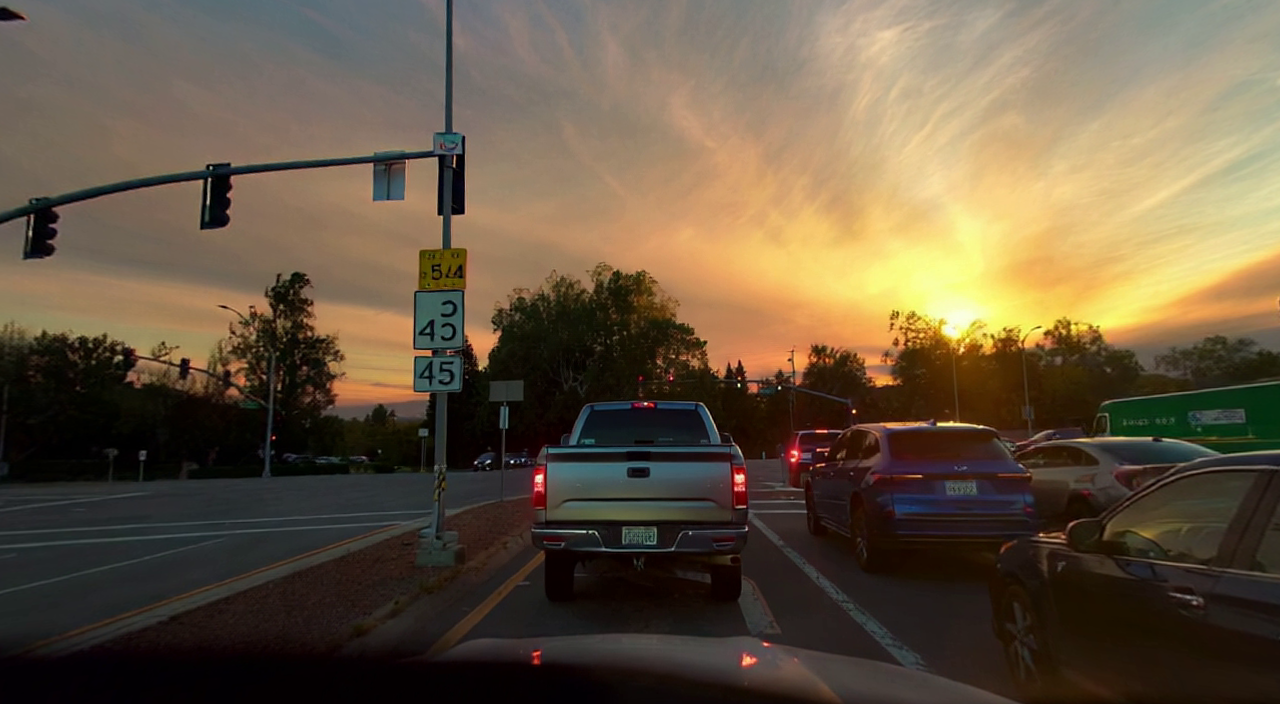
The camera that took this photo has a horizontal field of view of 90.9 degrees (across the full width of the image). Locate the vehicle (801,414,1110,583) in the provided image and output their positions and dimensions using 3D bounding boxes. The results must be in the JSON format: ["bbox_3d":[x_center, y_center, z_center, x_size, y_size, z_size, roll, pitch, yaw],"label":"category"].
[{"bbox_3d":[3.577,1.719,8.187,1.981,1.616,4.006,0,-8,1],"label":"vehicle"}]

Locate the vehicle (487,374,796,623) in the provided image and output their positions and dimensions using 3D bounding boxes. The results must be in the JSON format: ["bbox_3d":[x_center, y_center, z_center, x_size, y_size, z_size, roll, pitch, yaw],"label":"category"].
[{"bbox_3d":[0.037,1.469,7.327,2.326,1.880,4.964,0,-8,1],"label":"vehicle"}]

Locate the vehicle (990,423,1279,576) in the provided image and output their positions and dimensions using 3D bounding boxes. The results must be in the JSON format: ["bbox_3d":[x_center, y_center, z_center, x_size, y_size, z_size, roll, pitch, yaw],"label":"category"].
[{"bbox_3d":[6.829,1.740,8.281,1.973,1.470,4.228,0,-8,0],"label":"vehicle"}]
